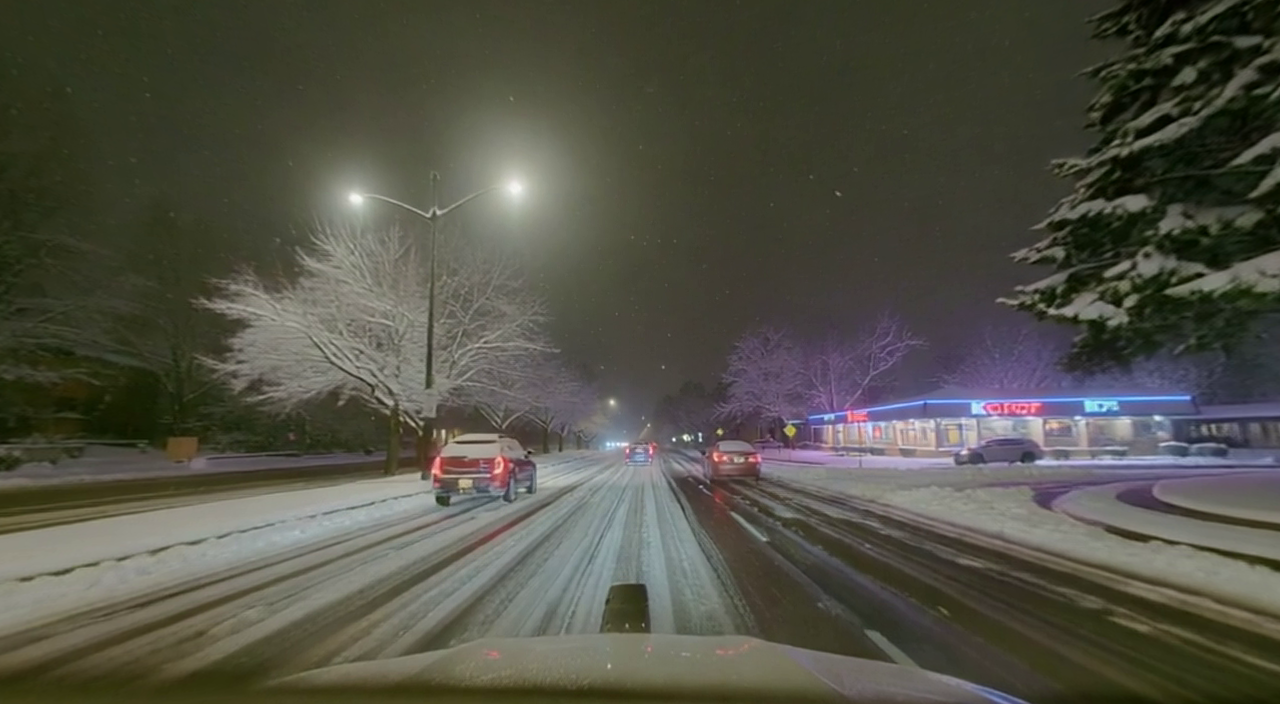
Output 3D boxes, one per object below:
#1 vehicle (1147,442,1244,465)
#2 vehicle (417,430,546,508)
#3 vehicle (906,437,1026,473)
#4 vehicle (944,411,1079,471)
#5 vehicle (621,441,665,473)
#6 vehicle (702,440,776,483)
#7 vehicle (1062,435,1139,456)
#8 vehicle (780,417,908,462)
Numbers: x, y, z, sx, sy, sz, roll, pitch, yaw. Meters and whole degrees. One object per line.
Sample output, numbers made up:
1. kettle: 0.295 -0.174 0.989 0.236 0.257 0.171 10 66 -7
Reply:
1. vehicle: 34.390 6.290 39.102 4.212 1.423 1.764 -1 -8 2
2. vehicle: -3.647 2.772 15.357 1.995 1.607 4.086 0 -8 1
3. vehicle: 15.402 4.896 30.055 4.578 1.620 2.047 -2 -9 11
4. vehicle: 21.873 5.347 37.848 2.928 3.123 8.236 -1 -8 -1
5. vehicle: 0.172 5.245 31.673 2.059 1.477 4.216 0 -8 1
6. vehicle: 3.654 4.138 24.142 2.012 1.462 4.400 0 -8 -1
7. vehicle: 34.885 7.112 47.810 4.434 1.514 1.763 0 -8 0
8. vehicle: 14.965 6.548 46.832 8.343 3.028 3.002 -1 -10 3
